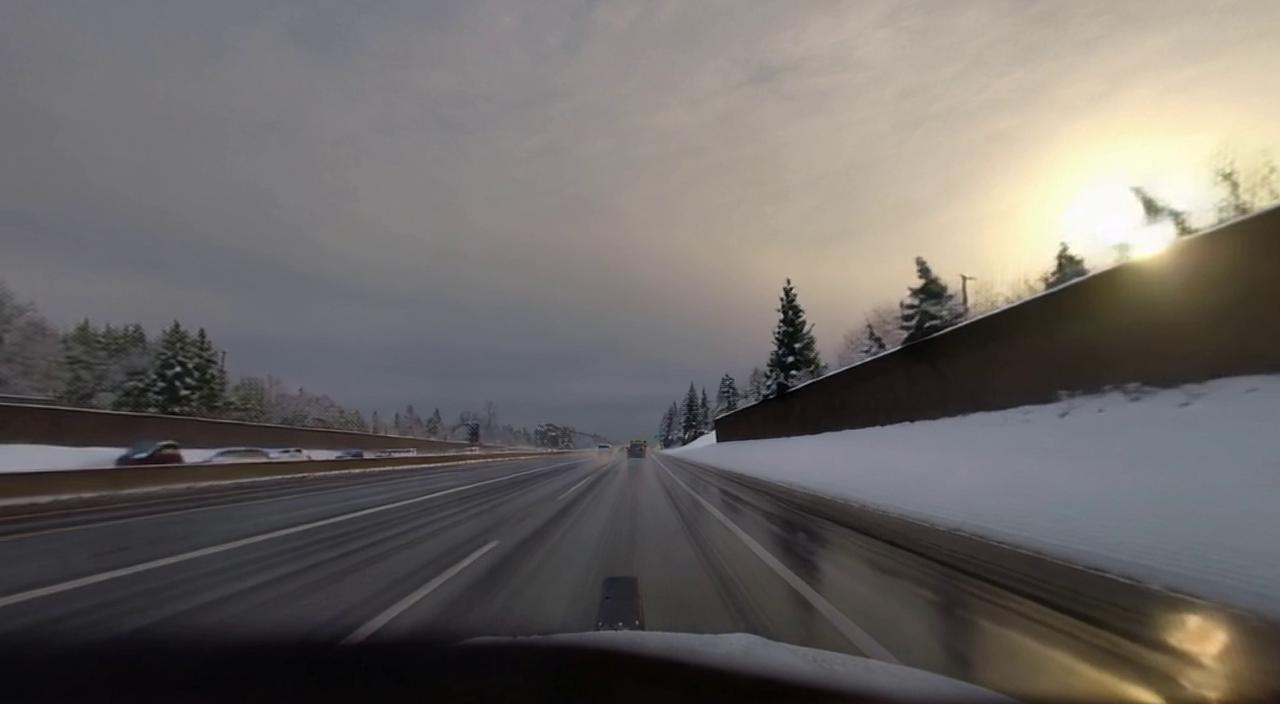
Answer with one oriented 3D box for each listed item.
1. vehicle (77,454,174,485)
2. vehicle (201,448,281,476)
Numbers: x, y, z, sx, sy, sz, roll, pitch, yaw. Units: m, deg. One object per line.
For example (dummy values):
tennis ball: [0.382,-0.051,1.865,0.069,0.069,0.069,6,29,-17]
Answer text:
vehicle: [-29.696,6.777,36.537,1.897,1.599,4.359,0,-9,0]
vehicle: [-25.564,7.021,40.598,1.961,1.669,4.780,0,-9,1]
